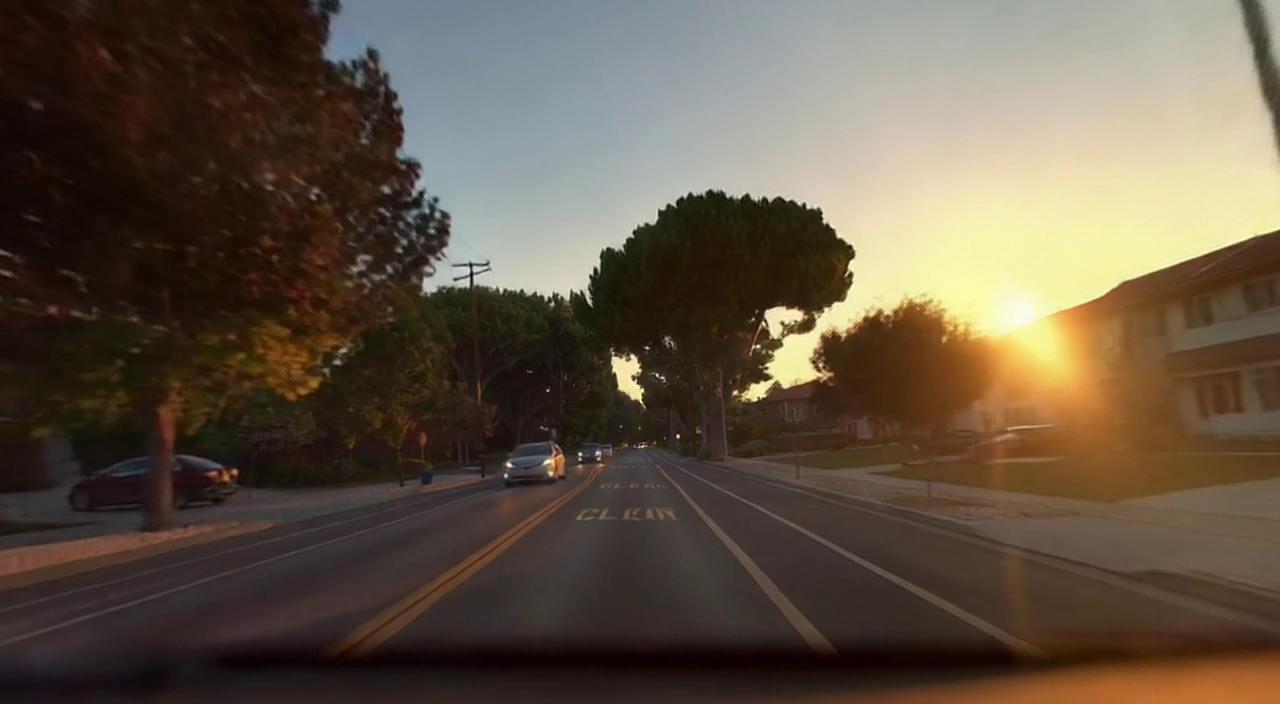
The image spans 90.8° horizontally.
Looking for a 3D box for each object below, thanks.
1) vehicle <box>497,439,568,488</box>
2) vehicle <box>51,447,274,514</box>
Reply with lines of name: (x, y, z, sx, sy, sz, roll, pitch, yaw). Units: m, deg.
vehicle: (-4.155, 4.360, 25.166, 2.055, 1.757, 4.494, 0, -8, 0)
vehicle: (-13.744, 3.697, 18.472, 4.607, 1.772, 2.261, 0, -8, -1)
